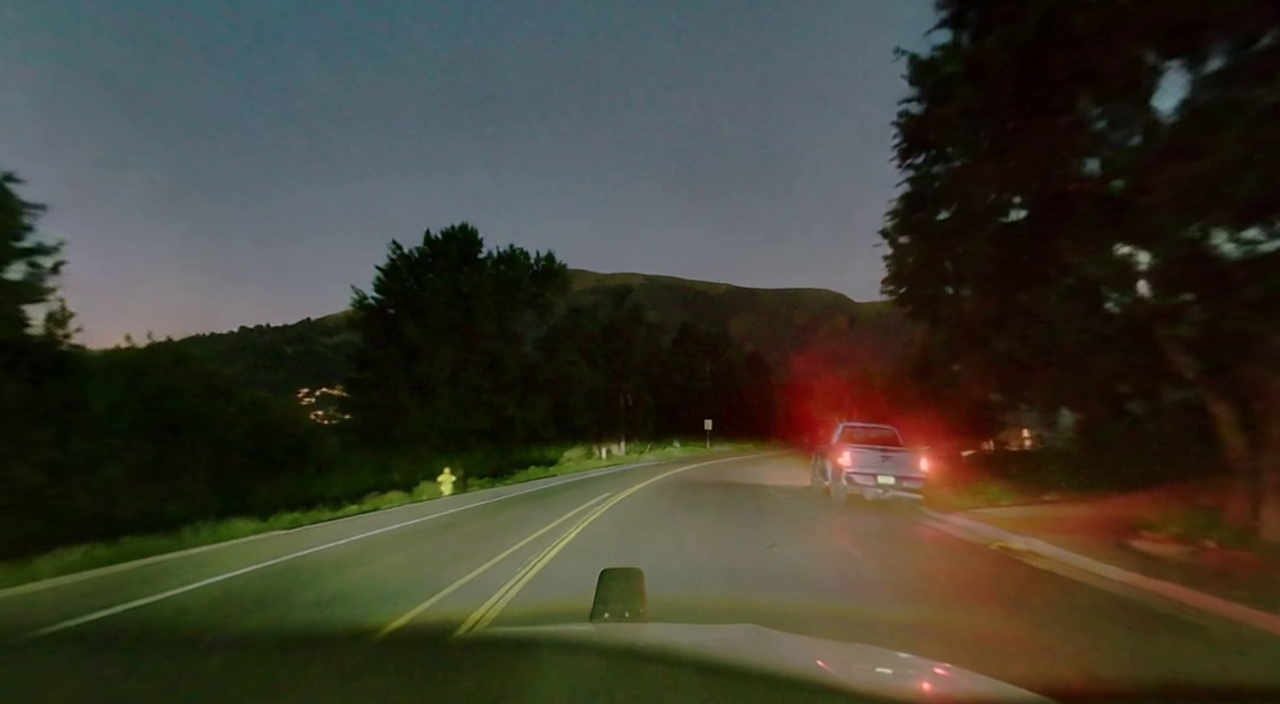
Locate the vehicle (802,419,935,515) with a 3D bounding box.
[{"bbox_3d":[4.988,2.516,14.419,1.992,1.817,4.467,0,-8,9],"label":"vehicle"}]
